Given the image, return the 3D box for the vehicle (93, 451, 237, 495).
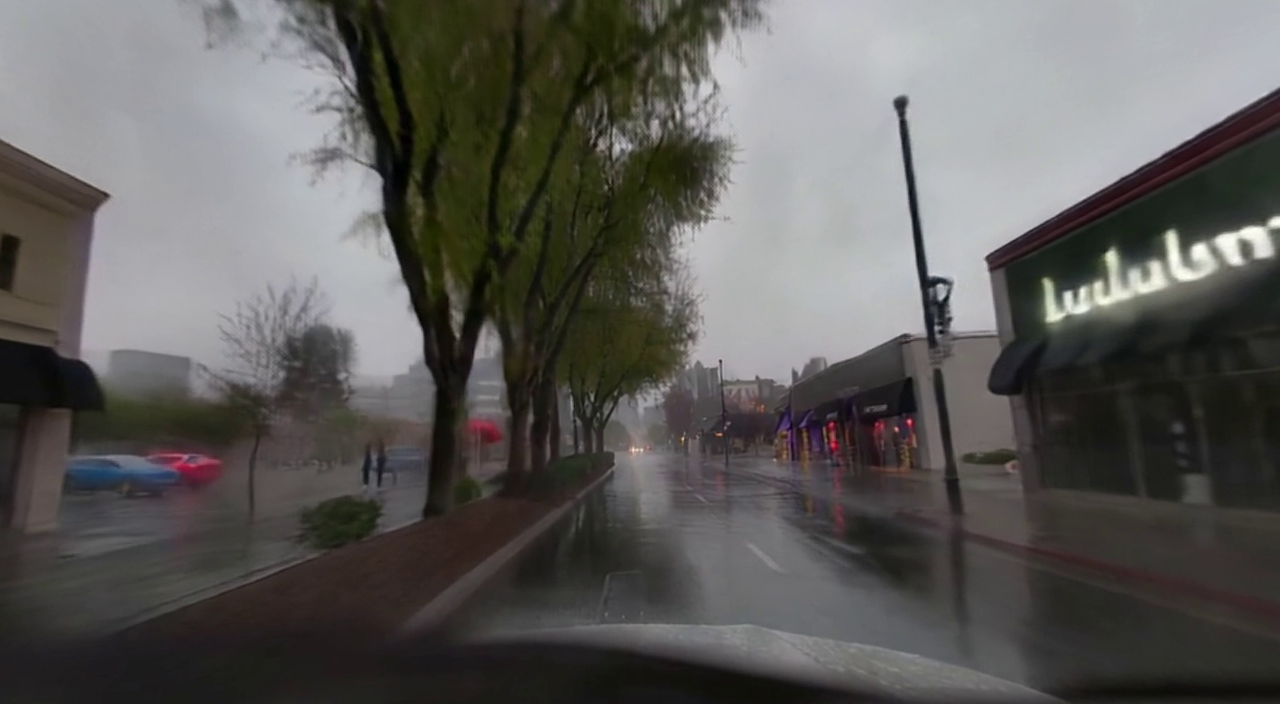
[{"bbox_3d":[-18.205,4.619,24.541,1.837,1.471,4.756,0,-8,1],"label":"vehicle"}]
